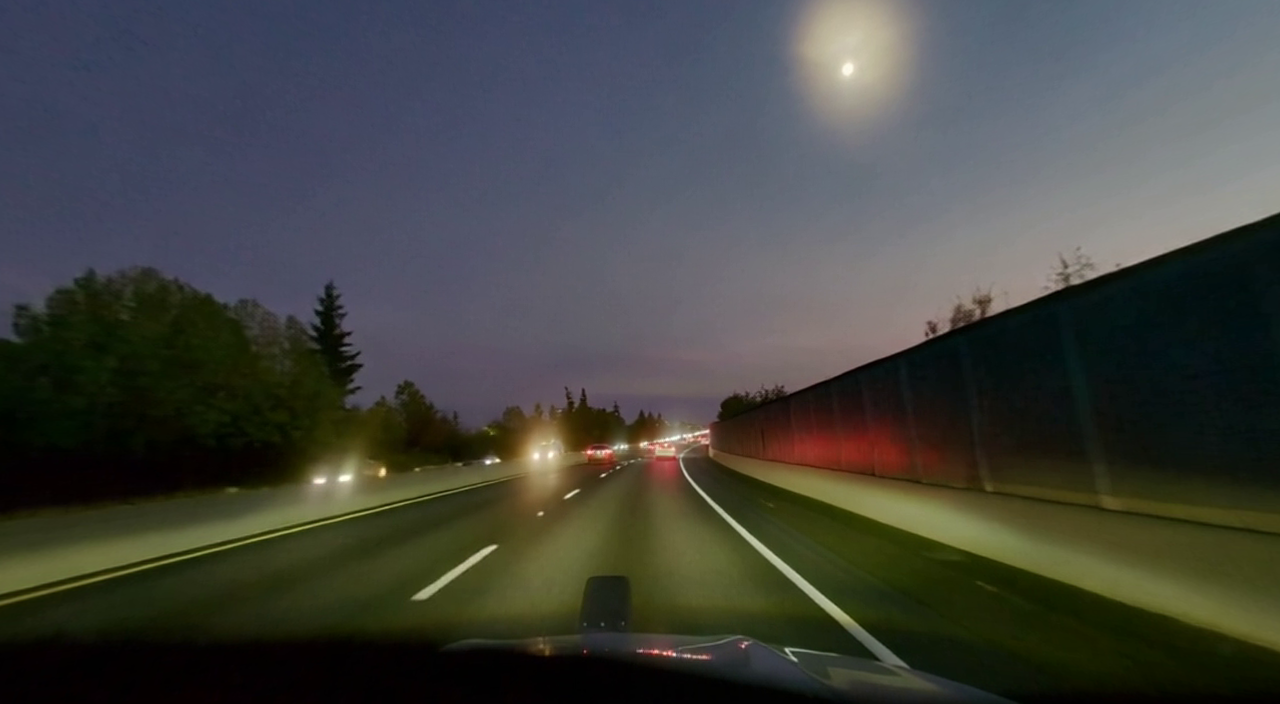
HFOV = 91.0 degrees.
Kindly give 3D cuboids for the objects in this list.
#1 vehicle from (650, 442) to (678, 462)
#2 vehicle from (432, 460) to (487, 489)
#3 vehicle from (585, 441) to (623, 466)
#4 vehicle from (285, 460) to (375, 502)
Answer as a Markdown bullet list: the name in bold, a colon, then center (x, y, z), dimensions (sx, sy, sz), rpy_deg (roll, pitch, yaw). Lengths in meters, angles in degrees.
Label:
- **vehicle**: center (1.910, 7.735, 48.864), dimensions (2.077, 1.533, 3.854), rpy_deg (-1, -8, 4)
- **vehicle**: center (-10.146, 6.887, 35.650), dimensions (1.793, 1.414, 4.022), rpy_deg (0, -8, 2)
- **vehicle**: center (-2.320, 6.609, 41.059), dimensions (1.985, 1.518, 3.847), rpy_deg (-1, -8, 4)
- **vehicle**: center (-13.945, 5.792, 28.587), dimensions (1.795, 1.604, 4.254), rpy_deg (0, -8, 2)
